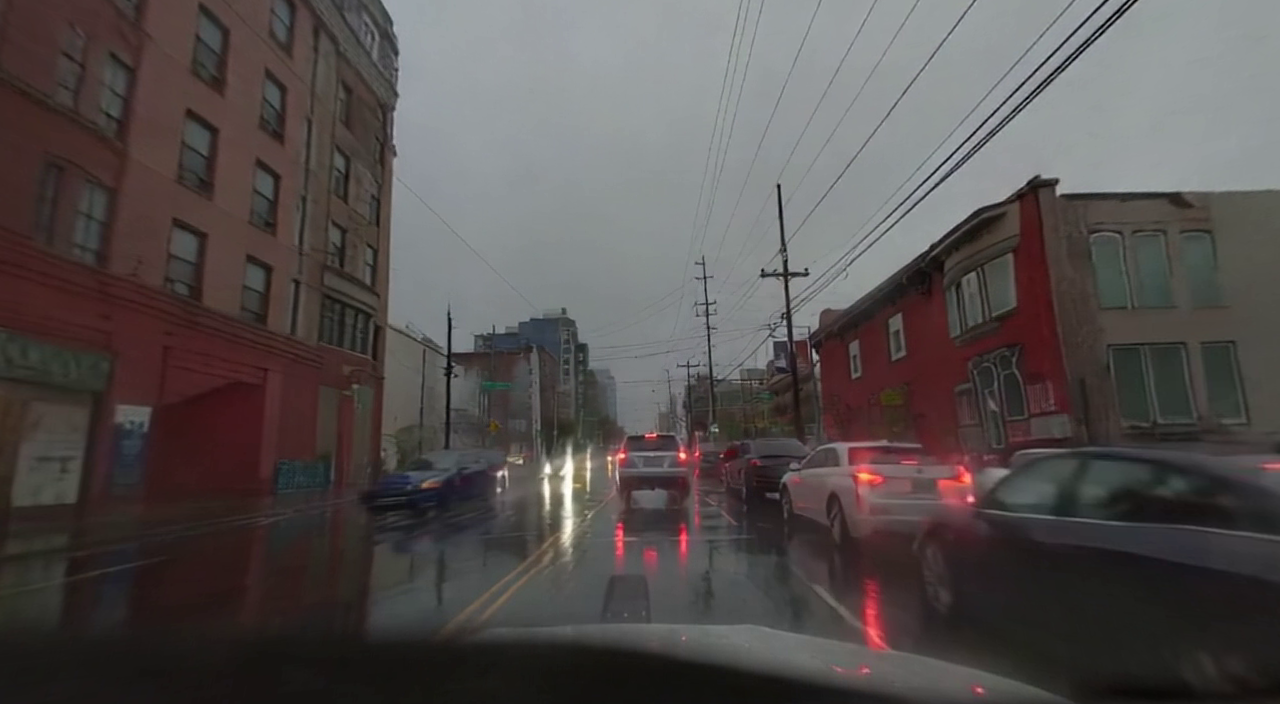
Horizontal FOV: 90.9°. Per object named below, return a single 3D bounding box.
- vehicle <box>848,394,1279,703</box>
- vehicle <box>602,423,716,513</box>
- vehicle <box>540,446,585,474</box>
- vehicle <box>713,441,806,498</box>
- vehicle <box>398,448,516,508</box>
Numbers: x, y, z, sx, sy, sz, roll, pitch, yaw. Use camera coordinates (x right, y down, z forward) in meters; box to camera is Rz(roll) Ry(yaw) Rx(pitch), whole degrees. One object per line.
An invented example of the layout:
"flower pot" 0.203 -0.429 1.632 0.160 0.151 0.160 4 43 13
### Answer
"vehicle" 3.127 1.144 3.786 2.116 1.487 4.988 0 -8 1
"vehicle" 0.385 2.580 14.453 2.232 1.736 4.036 0 -8 0
"vehicle" -5.020 7.025 41.377 2.215 1.703 4.614 -1 -8 2
"vehicle" 3.364 3.368 18.534 1.970 1.452 4.227 -1 -8 1
"vehicle" -5.123 3.562 18.391 1.966 1.470 4.528 -1 -8 2
